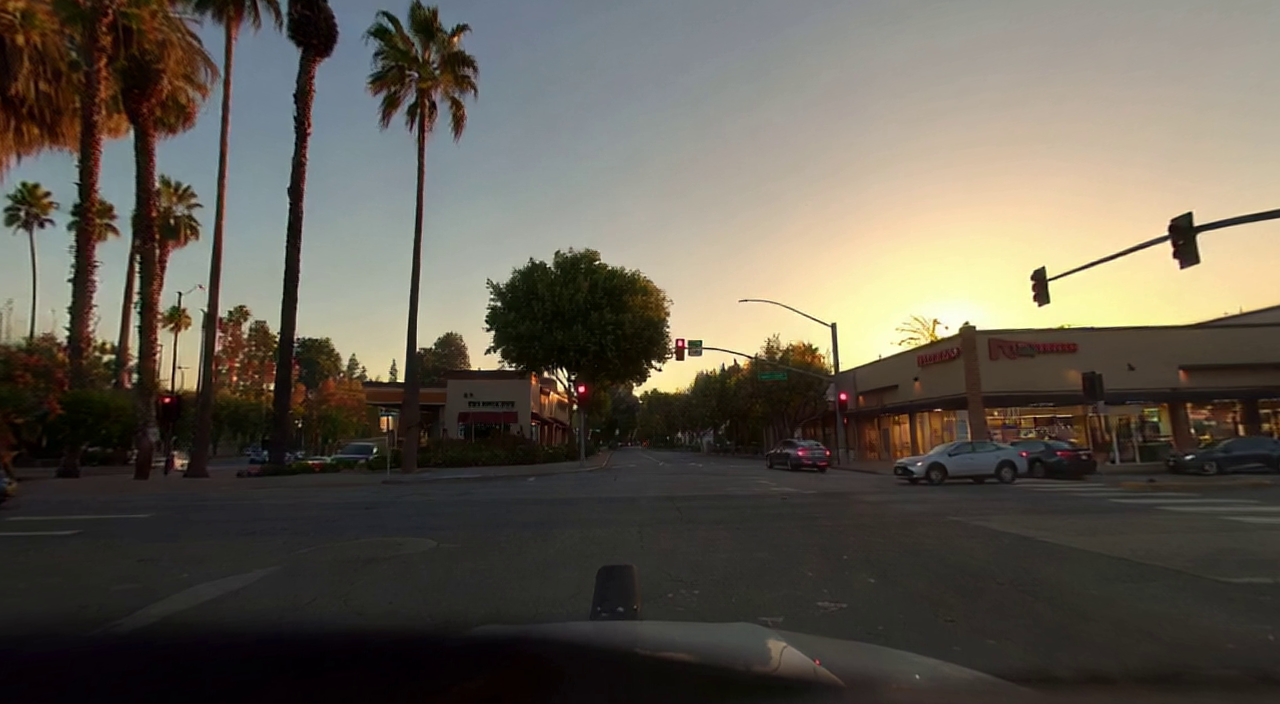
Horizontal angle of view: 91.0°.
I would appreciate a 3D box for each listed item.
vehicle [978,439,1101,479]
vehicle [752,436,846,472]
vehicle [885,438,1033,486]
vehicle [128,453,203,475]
[{"bbox_3d":[16.575,4.431,26.318,3.826,1.572,1.890,-2,-9,13],"label":"vehicle"},{"bbox_3d":[7.902,5.115,31.748,1.867,1.653,4.596,5,-10,-30],"label":"vehicle"},{"bbox_3d":[10.724,3.699,21.348,4.035,1.512,1.828,1,-9,-6],"label":"vehicle"},{"bbox_3d":[-37.199,8.799,49.558,2.160,1.565,4.868,0,-8,-1],"label":"vehicle"}]
